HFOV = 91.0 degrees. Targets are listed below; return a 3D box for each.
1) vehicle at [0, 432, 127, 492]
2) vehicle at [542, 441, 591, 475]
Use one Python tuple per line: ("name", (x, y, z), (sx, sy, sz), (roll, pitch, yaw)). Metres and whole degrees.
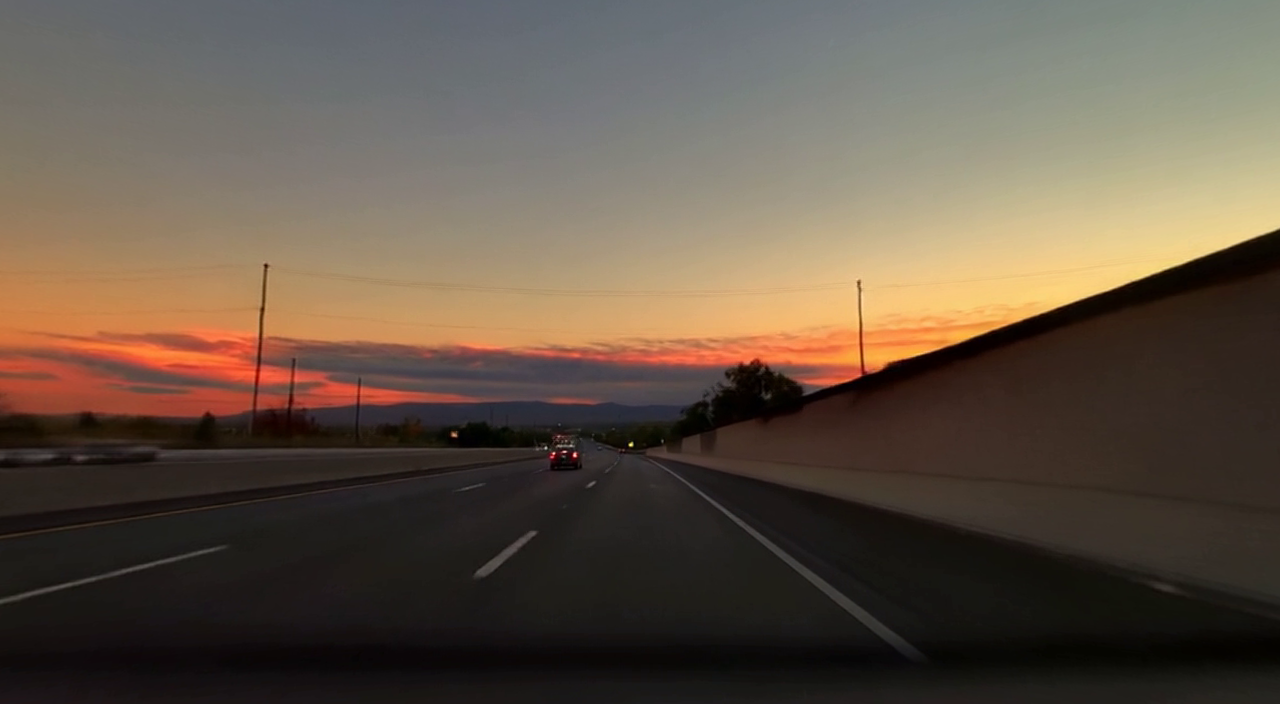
("vehicle", (-17.664, 3.119, 18.121), (1.935, 1.531, 4.440), (1, -9, 1))
("vehicle", (-3.952, 5.823, 34.749), (2.133, 1.683, 4.340), (1, -9, 0))
